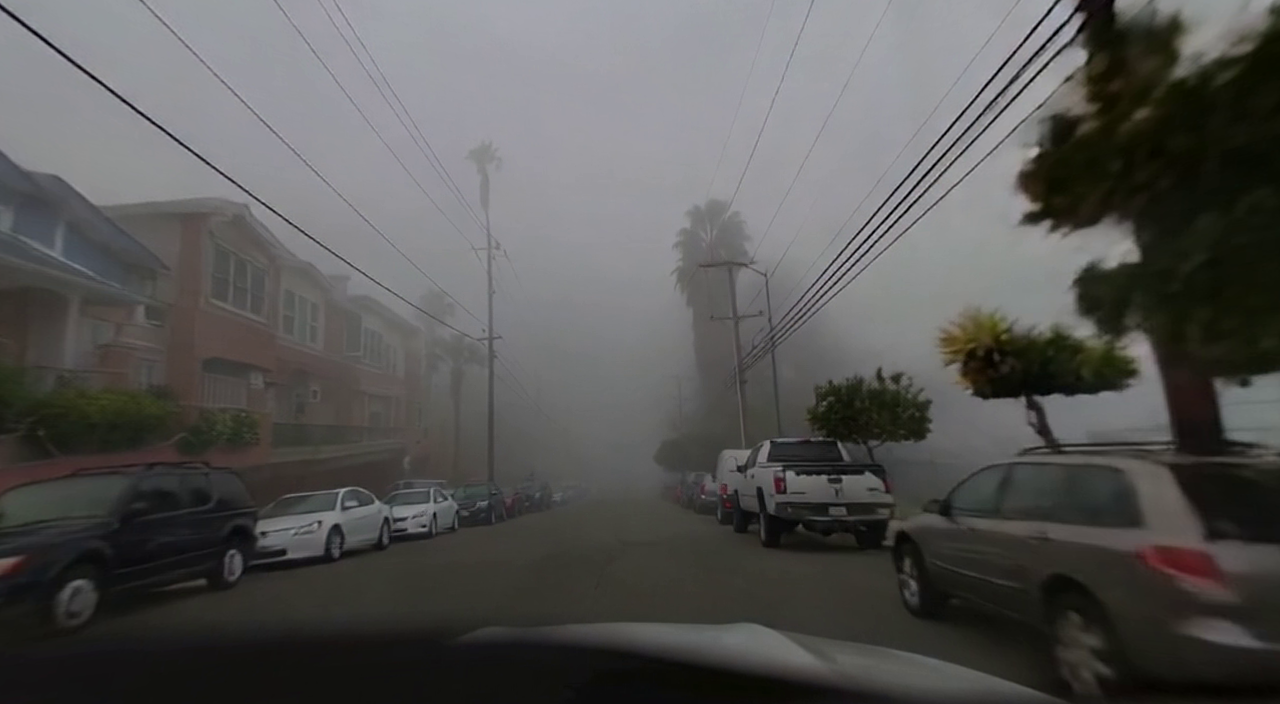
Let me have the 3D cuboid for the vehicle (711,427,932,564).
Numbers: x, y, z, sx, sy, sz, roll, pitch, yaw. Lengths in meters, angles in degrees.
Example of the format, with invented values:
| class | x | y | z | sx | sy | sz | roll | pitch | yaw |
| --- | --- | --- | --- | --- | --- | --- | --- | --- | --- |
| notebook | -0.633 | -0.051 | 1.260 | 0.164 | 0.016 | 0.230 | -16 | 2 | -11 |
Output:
| class | x | y | z | sx | sy | sz | roll | pitch | yaw |
| --- | --- | --- | --- | --- | --- | --- | --- | --- | --- |
| vehicle | 2.969 | 2.526 | 12.199 | 2.268 | 1.953 | 6.124 | 0 | -9 | -2 |

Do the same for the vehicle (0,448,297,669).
| class | x | y | z | sx | sy | sz | roll | pitch | yaw |
| --- | --- | --- | --- | --- | --- | --- | --- | --- | --- |
| vehicle | -6.483 | 2.103 | 7.656 | 1.933 | 1.824 | 5.142 | 0 | -8 | -3 |

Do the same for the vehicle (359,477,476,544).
| class | x | y | z | sx | sy | sz | roll | pitch | yaw |
| --- | --- | --- | --- | --- | --- | --- | --- | --- | --- |
| vehicle | -6.345 | 4.546 | 18.547 | 1.874 | 1.449 | 4.622 | 0 | -8 | -2 |

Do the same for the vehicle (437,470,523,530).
| class | x | y | z | sx | sy | sz | roll | pitch | yaw |
| --- | --- | --- | --- | --- | --- | --- | --- | --- | --- |
| vehicle | -6.209 | 5.791 | 25.169 | 2.349 | 1.952 | 4.848 | 0 | -8 | -3 |

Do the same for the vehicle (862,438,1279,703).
| class | x | y | z | sx | sy | sz | roll | pitch | yaw |
| --- | --- | --- | --- | --- | --- | --- | --- | --- | --- |
| vehicle | 3.070 | 1.321 | 4.094 | 1.756 | 1.455 | 3.965 | 0 | -9 | -1 |

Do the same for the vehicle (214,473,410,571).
| class | x | y | z | sx | sy | sz | roll | pitch | yaw |
| --- | --- | --- | --- | --- | --- | --- | --- | --- | --- |
| vehicle | -6.550 | 3.399 | 13.273 | 1.841 | 1.491 | 4.525 | 0 | -9 | -2 |
